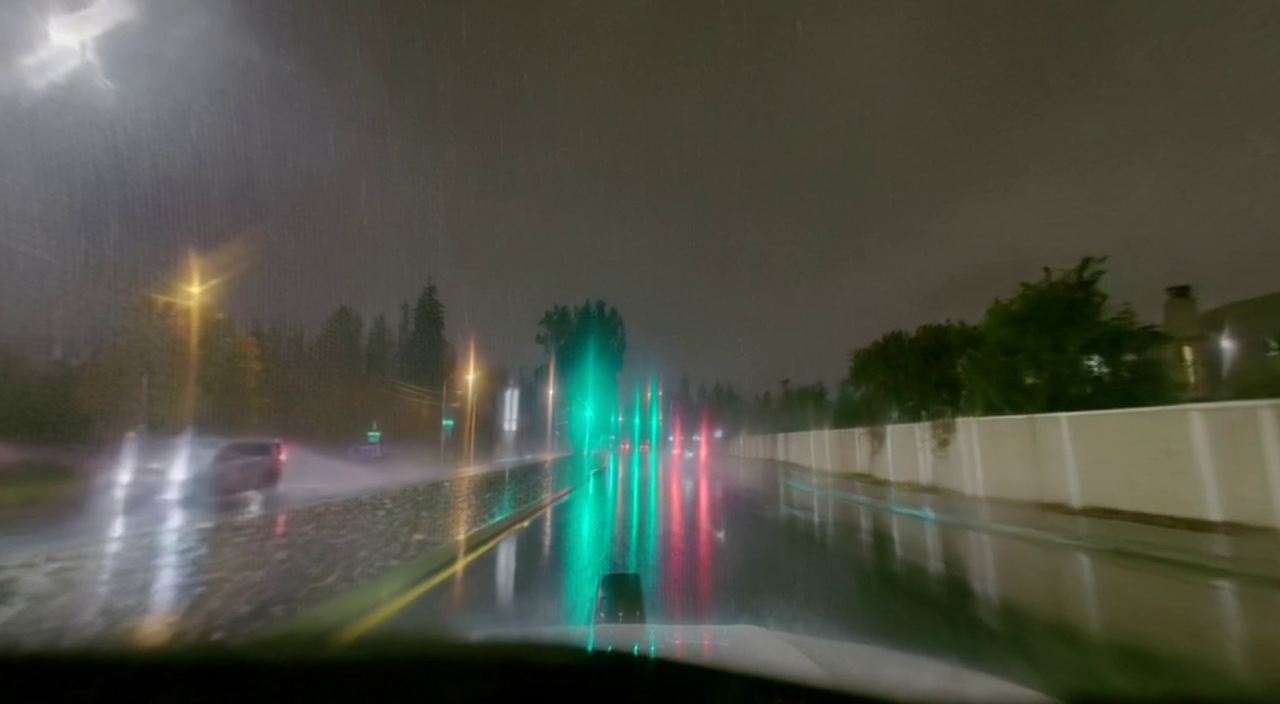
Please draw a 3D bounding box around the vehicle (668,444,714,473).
[{"bbox_3d":[2.777,5.877,34.934,2.105,1.490,4.008,0,-9,-2],"label":"vehicle"}]

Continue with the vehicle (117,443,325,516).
[{"bbox_3d":[-9.450,2.866,14.741,1.833,1.420,4.327,0,-9,1],"label":"vehicle"}]
